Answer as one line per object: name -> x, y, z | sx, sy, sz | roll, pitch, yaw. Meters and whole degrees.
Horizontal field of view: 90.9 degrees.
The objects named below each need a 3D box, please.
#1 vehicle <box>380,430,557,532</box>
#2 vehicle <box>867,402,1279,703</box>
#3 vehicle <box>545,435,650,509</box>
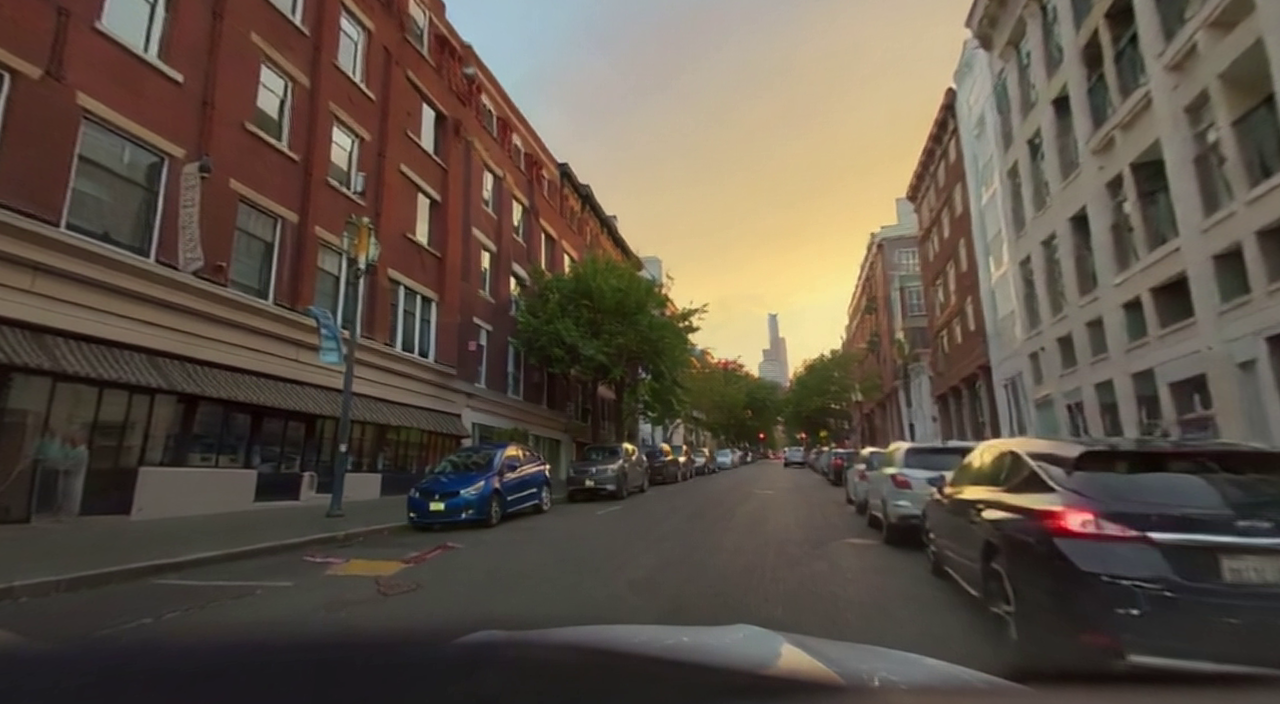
vehicle -> -2.940, 2.213, 11.461 | 1.875, 1.564, 2.982 | -2, -7, 13
vehicle -> 2.874, 1.211, 4.277 | 1.925, 1.481, 4.653 | -2, -8, 13
vehicle -> -1.048, 3.243, 17.673 | 1.867, 1.519, 3.920 | 0, -4, 13
